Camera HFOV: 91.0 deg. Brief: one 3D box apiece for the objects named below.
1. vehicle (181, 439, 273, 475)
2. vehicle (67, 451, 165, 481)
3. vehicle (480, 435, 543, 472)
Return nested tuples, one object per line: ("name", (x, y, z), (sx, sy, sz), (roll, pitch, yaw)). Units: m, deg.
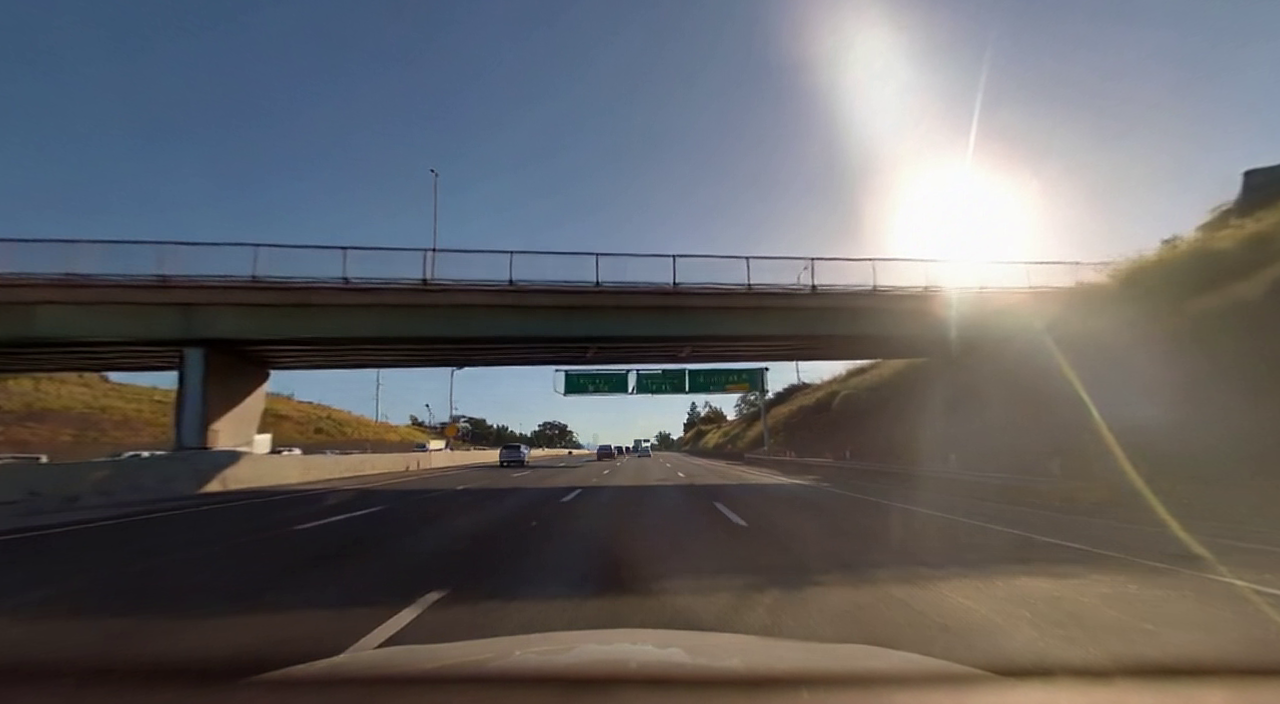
("vehicle", (-27.372, 6.952, 42.034), (2.291, 2.219, 5.672), (0, -9, 0))
("vehicle", (-30.898, 6.716, 37.319), (1.858, 1.648, 4.522), (0, -9, 0))
("vehicle", (-7.326, 5.862, 36.612), (2.341, 1.959, 5.684), (0, -9, 1))
